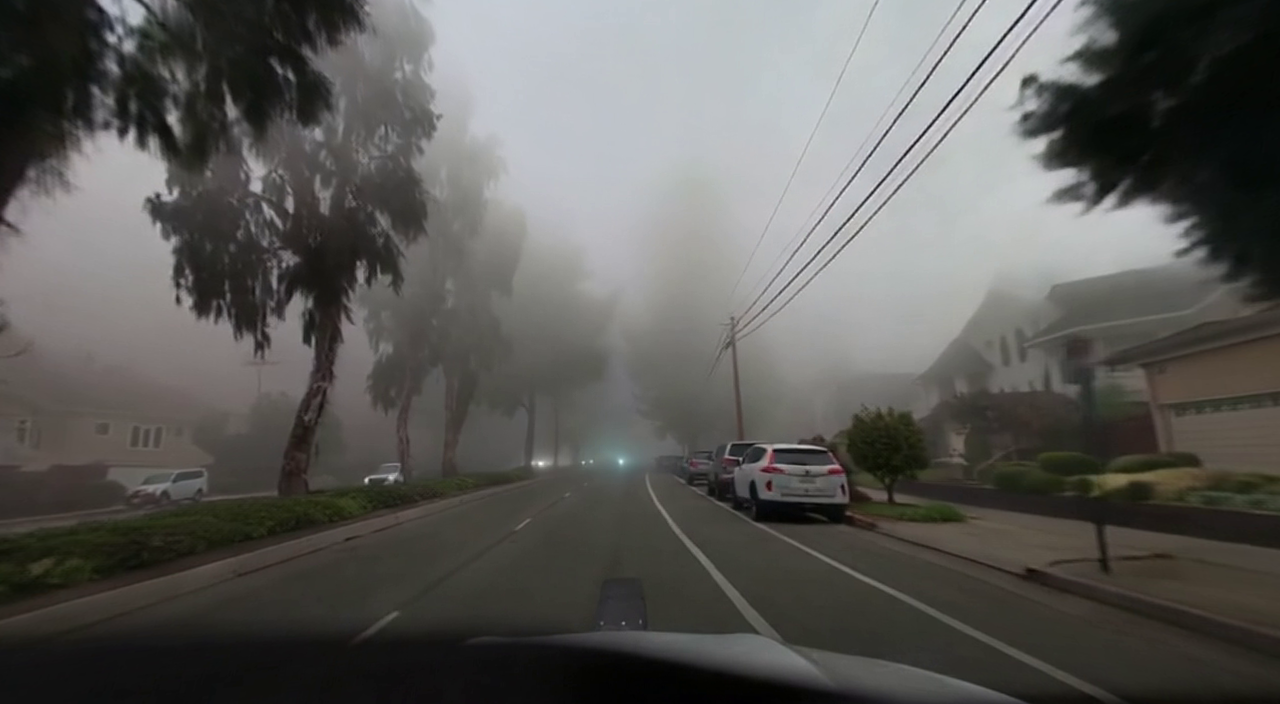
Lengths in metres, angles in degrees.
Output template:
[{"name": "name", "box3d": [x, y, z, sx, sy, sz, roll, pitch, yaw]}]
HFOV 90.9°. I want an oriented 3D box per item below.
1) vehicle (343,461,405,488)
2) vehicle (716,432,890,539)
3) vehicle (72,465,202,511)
[{"name": "vehicle", "box3d": [-17.278, 7.973, 41.229, 1.946, 1.492, 4.794, 0, -8, 0]}, {"name": "vehicle", "box3d": [3.012, 2.596, 13.060, 2.078, 1.738, 5.133, 0, -8, -2]}, {"name": "vehicle", "box3d": [-25.154, 6.789, 31.883, 2.305, 1.919, 5.187, 0, -8, -1]}]
